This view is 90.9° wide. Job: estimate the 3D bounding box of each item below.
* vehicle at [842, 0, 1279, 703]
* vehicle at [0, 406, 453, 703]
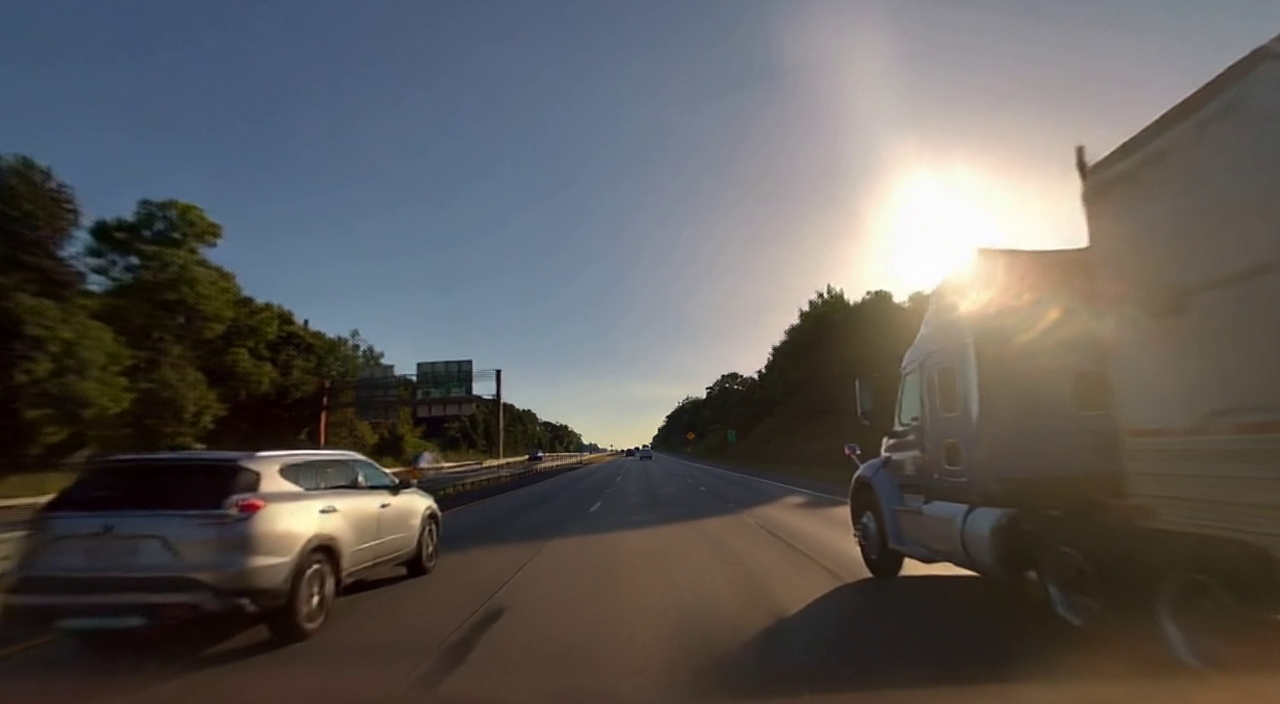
[{"bbox_3d":[3.759,-0.042,3.611,3.010,3.907,5.999,0,-9,-1],"label":"vehicle"},{"bbox_3d":[-3.249,1.348,5.029,2.054,1.475,4.708,0,-9,0],"label":"vehicle"}]
